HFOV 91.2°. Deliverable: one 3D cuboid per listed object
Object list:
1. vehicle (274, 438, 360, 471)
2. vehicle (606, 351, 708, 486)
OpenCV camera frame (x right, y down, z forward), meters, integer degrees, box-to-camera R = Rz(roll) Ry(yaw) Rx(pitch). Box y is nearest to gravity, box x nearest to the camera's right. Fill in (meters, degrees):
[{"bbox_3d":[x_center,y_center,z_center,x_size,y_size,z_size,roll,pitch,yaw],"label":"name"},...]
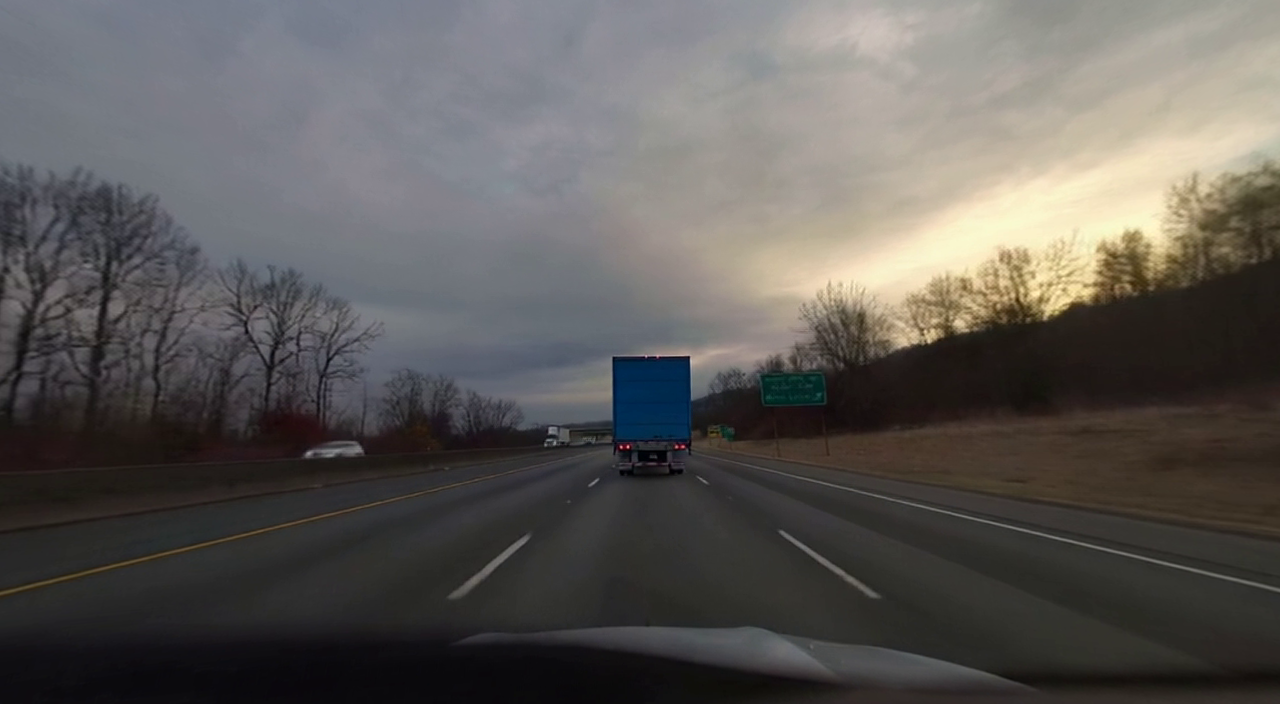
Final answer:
[{"bbox_3d":[-16.791,5.345,32.922,2.022,1.612,4.535,0,-8,1],"label":"vehicle"},{"bbox_3d":[0.502,2.710,23.986,3.010,4.039,10.481,0,-8,0],"label":"vehicle"}]
